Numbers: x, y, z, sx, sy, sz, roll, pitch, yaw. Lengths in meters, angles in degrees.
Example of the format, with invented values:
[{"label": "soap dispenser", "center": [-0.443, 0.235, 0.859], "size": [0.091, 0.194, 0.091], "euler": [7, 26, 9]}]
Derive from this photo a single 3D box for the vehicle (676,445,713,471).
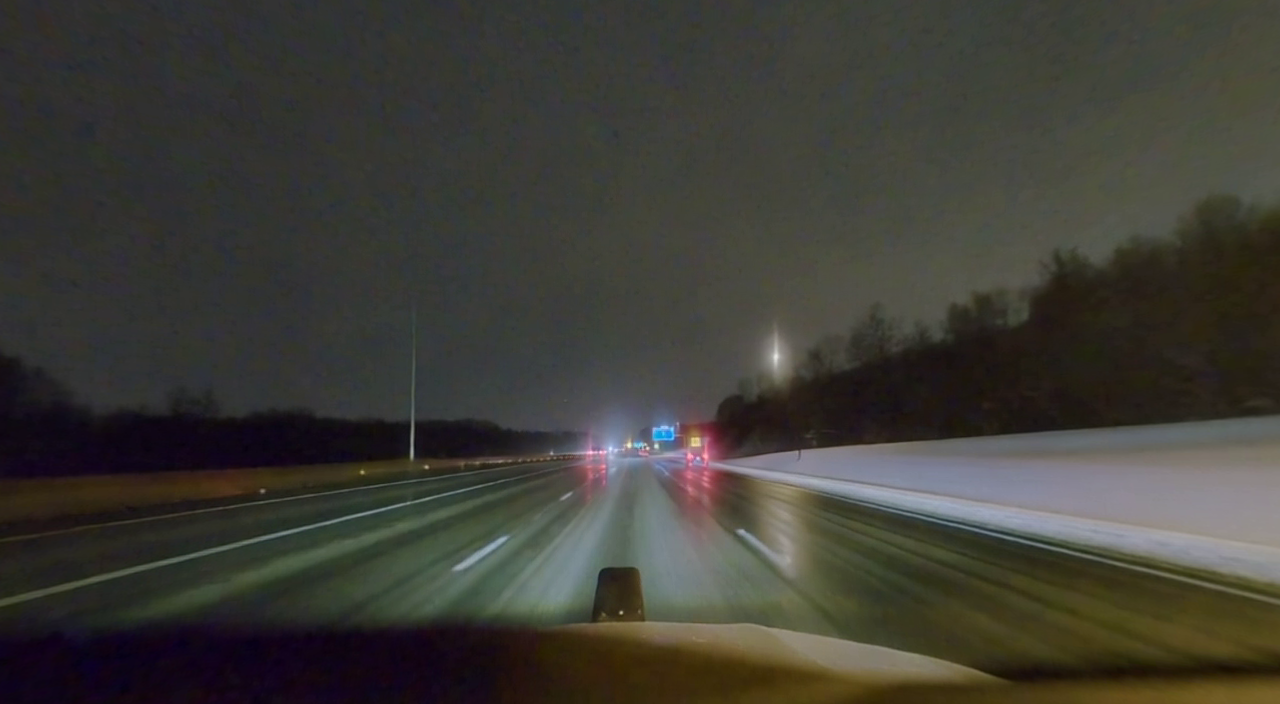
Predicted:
[{"label": "vehicle", "center": [3.754, 7.411, 44.265], "size": [2.133, 1.746, 4.511], "euler": [0, -9, -1]}]
